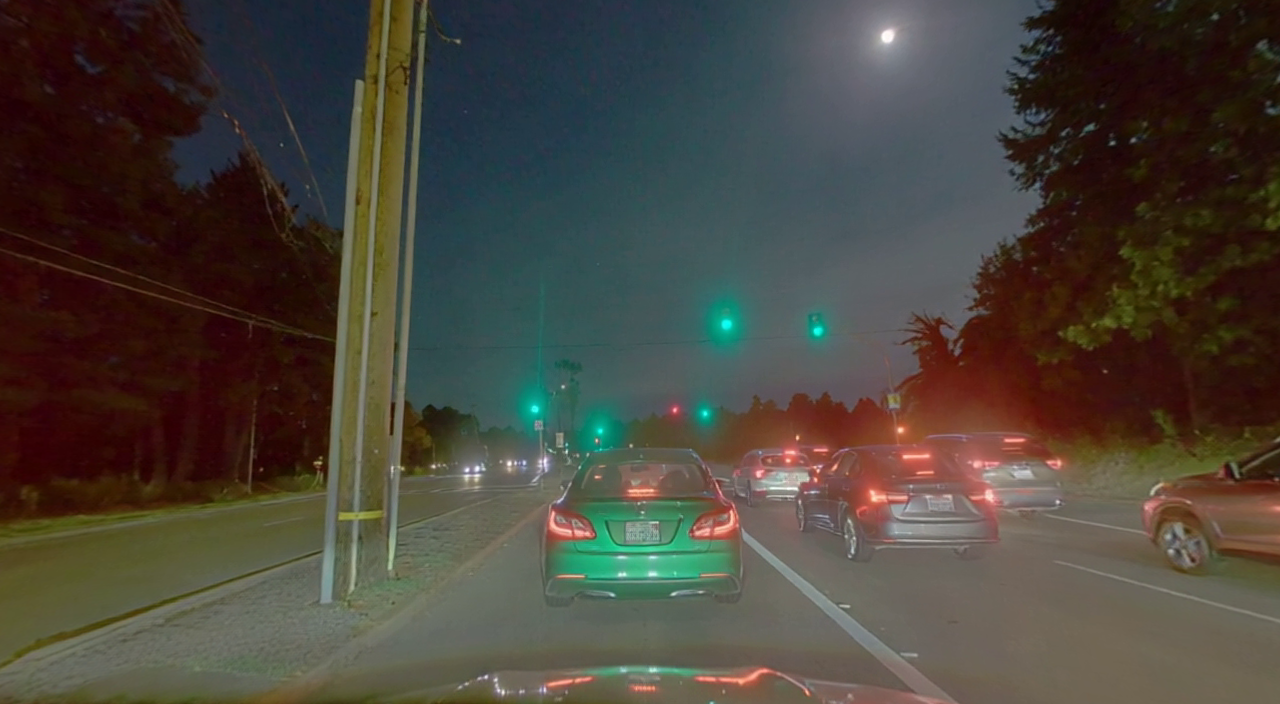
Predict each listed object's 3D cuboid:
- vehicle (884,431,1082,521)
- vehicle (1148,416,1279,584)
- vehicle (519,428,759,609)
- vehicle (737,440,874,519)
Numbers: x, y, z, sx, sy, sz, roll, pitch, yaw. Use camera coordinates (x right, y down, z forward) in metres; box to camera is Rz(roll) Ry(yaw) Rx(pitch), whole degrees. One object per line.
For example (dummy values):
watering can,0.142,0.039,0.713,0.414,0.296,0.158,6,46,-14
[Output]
vehicle,7.029,2.568,13.521,1.923,1.611,4.094,0,-9,0
vehicle,6.933,1.357,5.689,1.783,1.572,3.421,0,-9,1
vehicle,0.012,1.715,7.320,2.015,1.502,3.898,0,-9,1
vehicle,3.547,2.817,14.436,1.934,1.494,4.446,0,-9,0
